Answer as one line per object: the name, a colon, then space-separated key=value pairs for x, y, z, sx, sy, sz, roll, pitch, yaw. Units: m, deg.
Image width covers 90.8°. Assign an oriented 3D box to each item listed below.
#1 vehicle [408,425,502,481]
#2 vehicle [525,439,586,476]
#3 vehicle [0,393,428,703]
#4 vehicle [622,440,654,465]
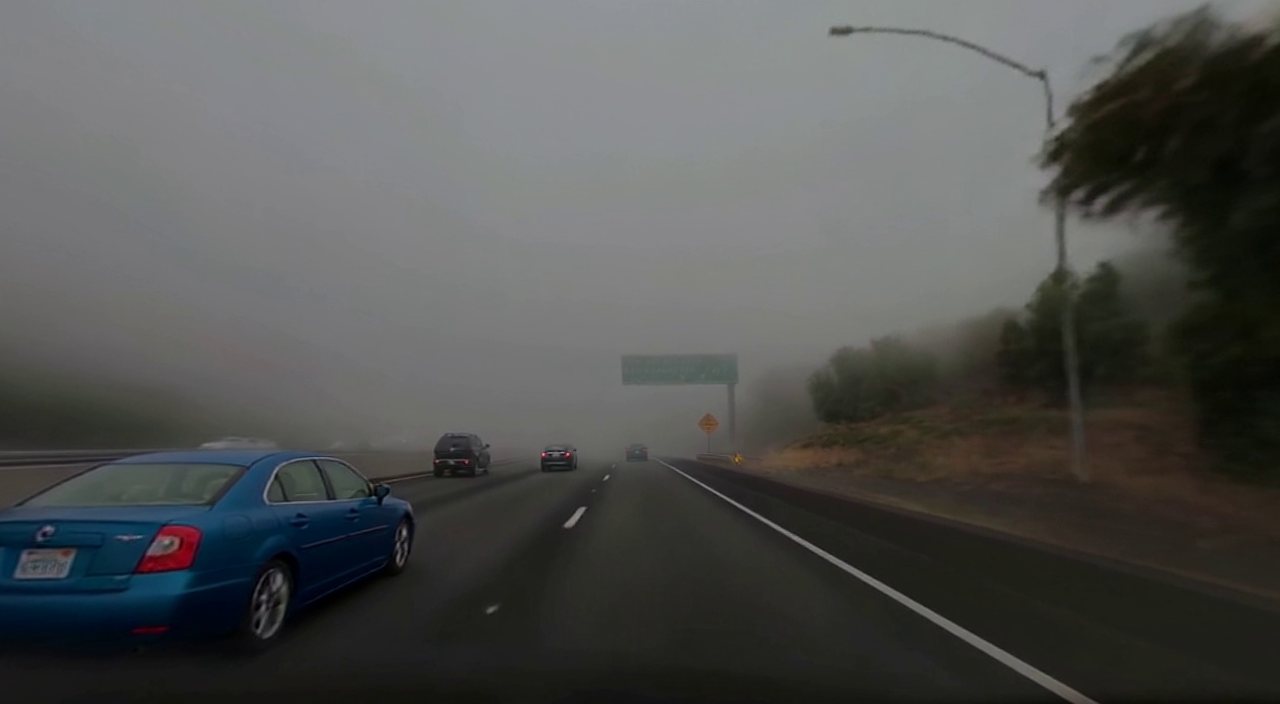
vehicle: x=-7.206 y=3.993 z=25.288 sx=2.171 sy=1.982 sz=5.246 roll=0 pitch=-8 yaw=-1
vehicle: x=-3.591 y=4.583 z=27.683 sx=2.068 sy=1.501 sz=4.395 roll=0 pitch=-8 yaw=0
vehicle: x=-3.350 y=1.241 z=4.717 sx=2.025 sy=1.506 sz=4.429 roll=0 pitch=-8 yaw=-1
vehicle: x=-0.208 y=6.633 z=41.802 sx=2.018 sy=1.508 sz=4.087 roll=0 pitch=-8 yaw=-2
